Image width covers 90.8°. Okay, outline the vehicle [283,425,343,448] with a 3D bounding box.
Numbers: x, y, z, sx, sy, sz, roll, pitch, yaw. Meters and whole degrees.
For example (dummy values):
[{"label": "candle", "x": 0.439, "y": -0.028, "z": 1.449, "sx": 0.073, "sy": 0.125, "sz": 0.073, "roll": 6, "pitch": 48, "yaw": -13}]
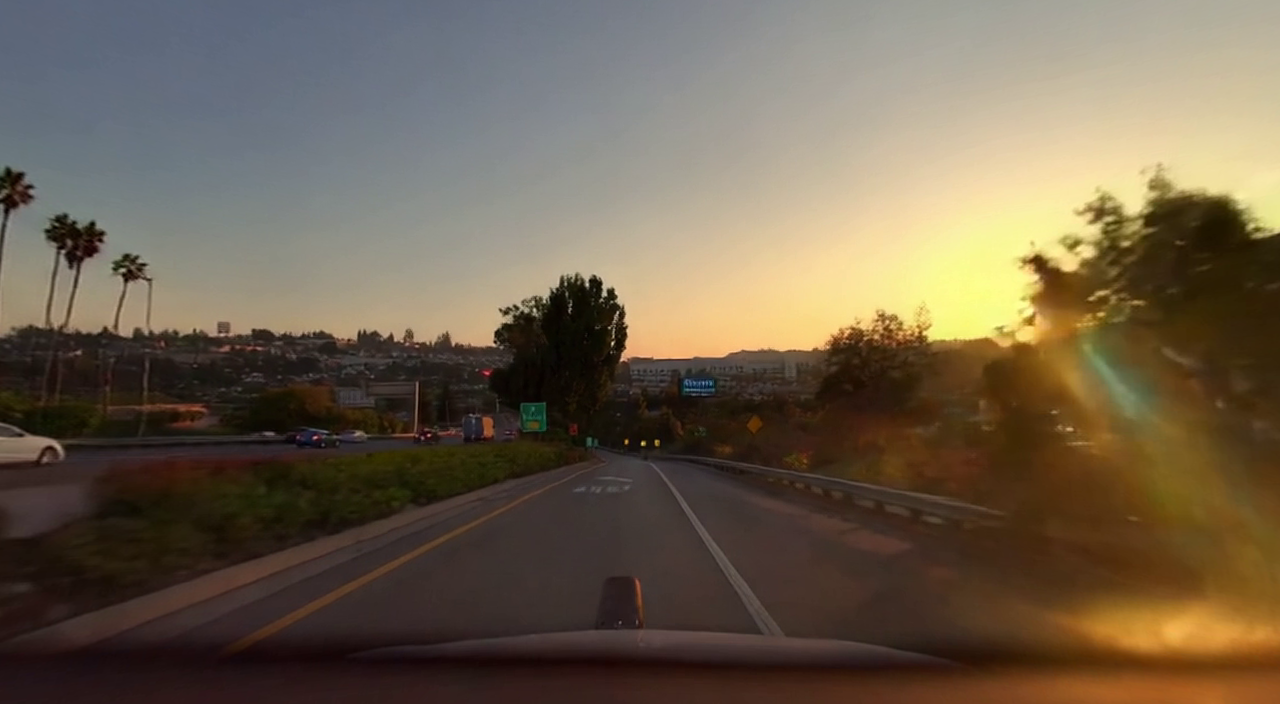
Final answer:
[{"label": "vehicle", "x": -22.700, "y": 5.882, "z": 44.015, "sx": 1.933, "sy": 1.496, "sz": 4.516, "roll": 0, "pitch": -8, "yaw": -2}]
